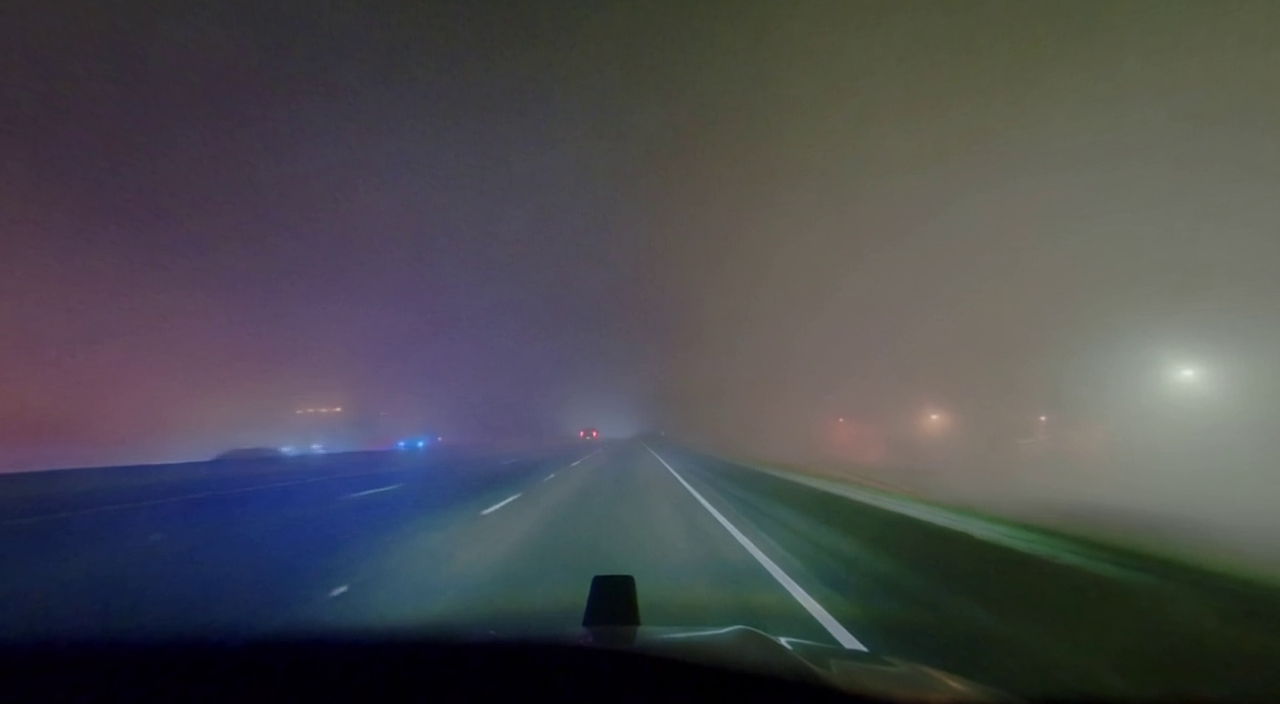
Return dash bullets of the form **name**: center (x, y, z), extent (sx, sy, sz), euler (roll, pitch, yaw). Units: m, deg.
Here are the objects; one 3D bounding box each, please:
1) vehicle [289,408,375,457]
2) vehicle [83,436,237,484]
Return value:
- **vehicle**: center (-24.186, 6.435, 49.926), extent (2.838, 3.540, 7.976), euler (0, -8, -1)
- **vehicle**: center (-16.370, 3.665, 21.809), extent (1.913, 1.497, 4.419), euler (0, -8, -1)
